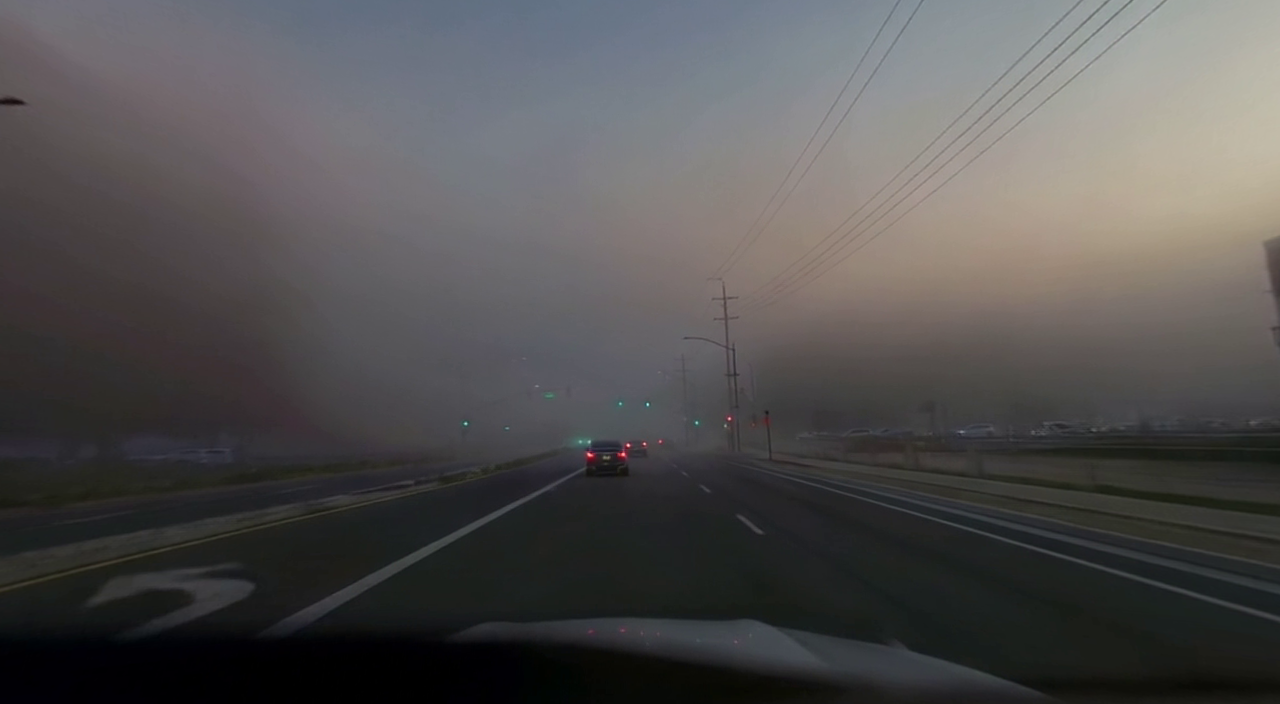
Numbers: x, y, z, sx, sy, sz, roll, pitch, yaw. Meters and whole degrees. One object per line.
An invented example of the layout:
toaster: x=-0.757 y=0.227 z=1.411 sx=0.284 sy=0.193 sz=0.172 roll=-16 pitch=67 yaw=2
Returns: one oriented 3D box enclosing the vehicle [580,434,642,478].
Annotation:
vehicle: x=-0.993 y=3.776 z=23.157 sx=2.075 sy=1.470 sz=3.962 roll=0 pitch=-8 yaw=-1
